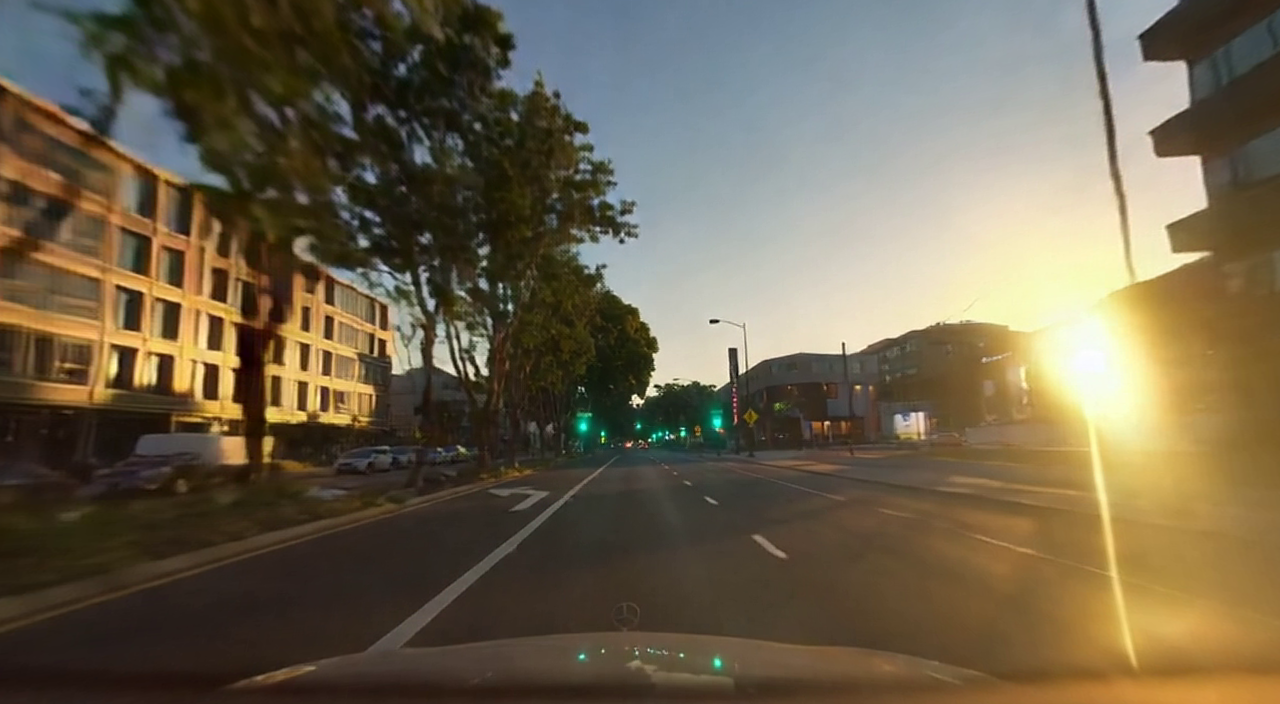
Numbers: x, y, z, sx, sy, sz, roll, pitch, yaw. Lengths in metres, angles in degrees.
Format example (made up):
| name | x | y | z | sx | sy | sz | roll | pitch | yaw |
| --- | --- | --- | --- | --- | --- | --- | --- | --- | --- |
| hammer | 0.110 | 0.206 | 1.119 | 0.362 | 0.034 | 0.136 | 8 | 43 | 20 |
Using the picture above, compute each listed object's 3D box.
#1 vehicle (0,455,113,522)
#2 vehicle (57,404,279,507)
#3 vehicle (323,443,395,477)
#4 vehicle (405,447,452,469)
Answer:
| name | x | y | z | sx | sy | sz | roll | pitch | yaw |
| --- | --- | --- | --- | --- | --- | --- | --- | --- | --- |
| vehicle | -15.510 | 3.198 | 14.886 | 1.929 | 1.471 | 4.919 | 0 | -8 | 0 |
| vehicle | -15.426 | 3.468 | 21.487 | 2.335 | 2.896 | 6.785 | -1 | -9 | -1 |
| vehicle | -15.601 | 6.006 | 35.374 | 1.950 | 1.749 | 5.006 | 0 | -8 | -3 |
| vehicle | -15.519 | 7.775 | 46.559 | 1.776 | 1.468 | 5.089 | 0 | -8 | -1 |
